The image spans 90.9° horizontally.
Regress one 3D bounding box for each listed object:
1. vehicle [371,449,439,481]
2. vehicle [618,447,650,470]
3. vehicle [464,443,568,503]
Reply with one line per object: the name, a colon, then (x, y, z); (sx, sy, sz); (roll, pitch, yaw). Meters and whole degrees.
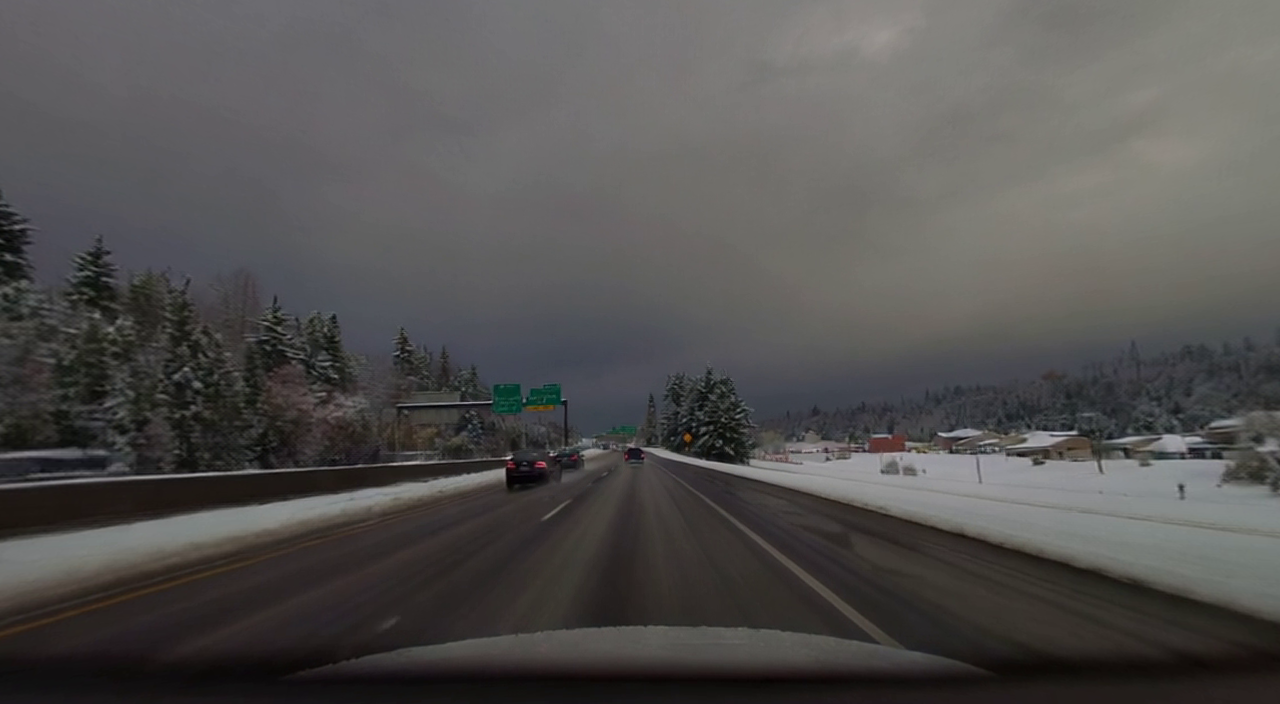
vehicle: (-13.631, 6.539, 36.863); (2.105, 1.676, 4.777); (0, -8, 0)
vehicle: (-0.425, 7.227, 43.051); (2.100, 1.471, 3.956); (0, -8, -1)
vehicle: (-3.444, 3.447, 18.507); (2.067, 1.509, 4.551); (0, -8, 1)
